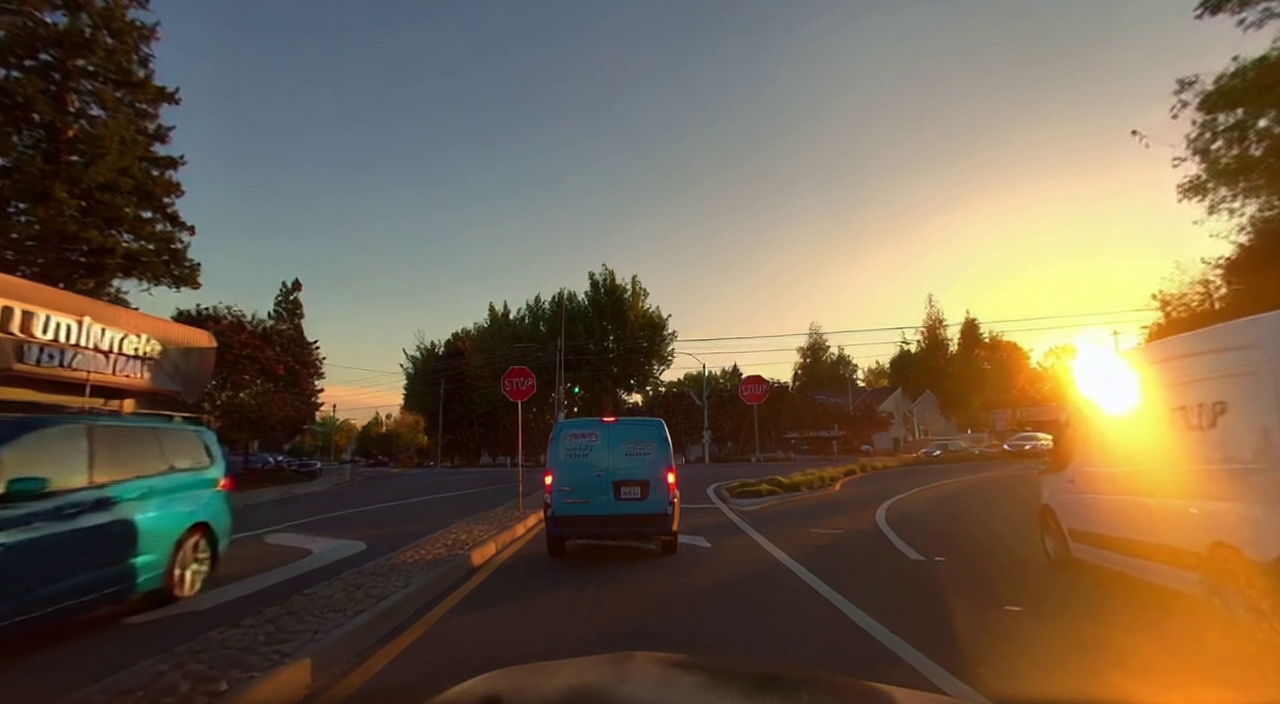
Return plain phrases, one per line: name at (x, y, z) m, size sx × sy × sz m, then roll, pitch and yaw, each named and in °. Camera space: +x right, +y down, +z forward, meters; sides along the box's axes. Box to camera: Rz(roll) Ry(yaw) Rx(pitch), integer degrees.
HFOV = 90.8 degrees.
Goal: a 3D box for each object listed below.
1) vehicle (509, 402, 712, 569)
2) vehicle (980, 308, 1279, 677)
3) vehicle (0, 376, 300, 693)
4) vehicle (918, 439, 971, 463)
vehicle at (-0.256, 1.816, 9.321) m, size 2.237 × 1.828 × 4.546 m, roll 0°, pitch -9°, yaw 2°
vehicle at (5.416, 1.148, 5.717) m, size 2.385 × 2.196 × 5.640 m, roll -2°, pitch -9°, yaw 10°
vehicle at (-4.572, 1.162, 4.511) m, size 1.985 × 1.710 × 4.651 m, roll 1°, pitch -9°, yaw -5°
vehicle at (22.184, 7.215, 45.959) m, size 1.985 × 1.659 × 4.512 m, roll -9°, pitch -12°, yaw 44°
